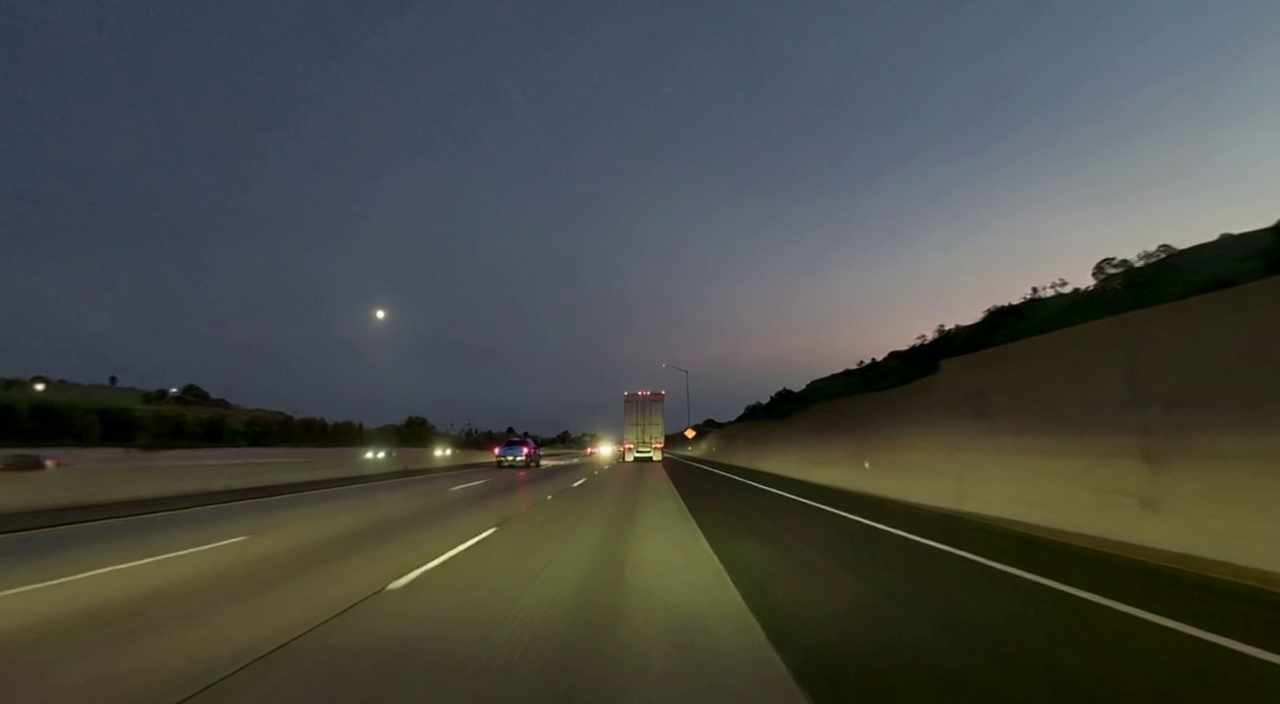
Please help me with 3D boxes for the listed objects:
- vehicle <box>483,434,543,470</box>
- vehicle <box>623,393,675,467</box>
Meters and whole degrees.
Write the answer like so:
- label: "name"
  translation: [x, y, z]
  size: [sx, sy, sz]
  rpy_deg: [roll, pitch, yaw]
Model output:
- label: "vehicle"
  translation: [-6.994, 5.566, 35.434]
  size: [2.113, 1.837, 5.339]
  rpy_deg: [0, -8, 1]
- label: "vehicle"
  translation: [0.578, 5.610, 44.159]
  size: [2.951, 4.229, 15.519]
  rpy_deg: [0, -8, 0]
